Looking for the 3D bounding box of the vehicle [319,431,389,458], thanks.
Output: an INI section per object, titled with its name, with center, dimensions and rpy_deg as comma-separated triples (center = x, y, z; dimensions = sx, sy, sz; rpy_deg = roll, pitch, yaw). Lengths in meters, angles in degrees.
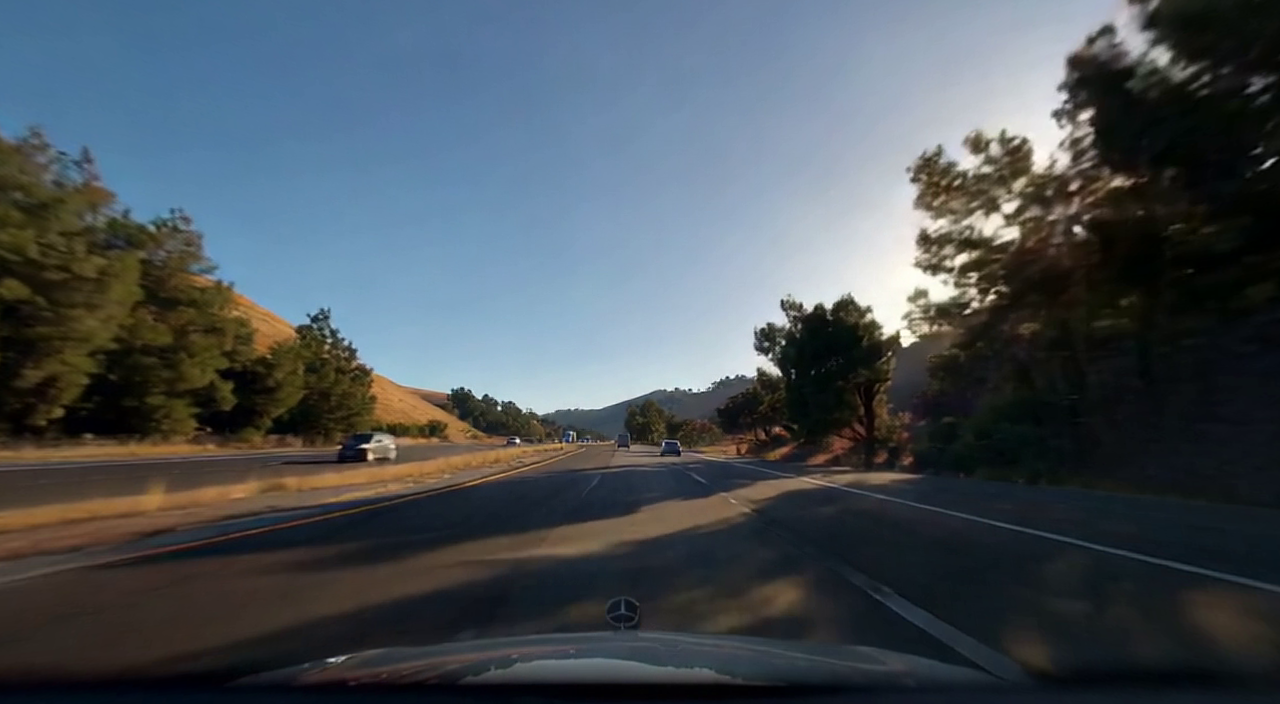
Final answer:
[vehicle]
center = -16.850, 5.450, 37.331
dimensions = 2.007, 1.465, 4.626
rpy_deg = 0, -8, -1
